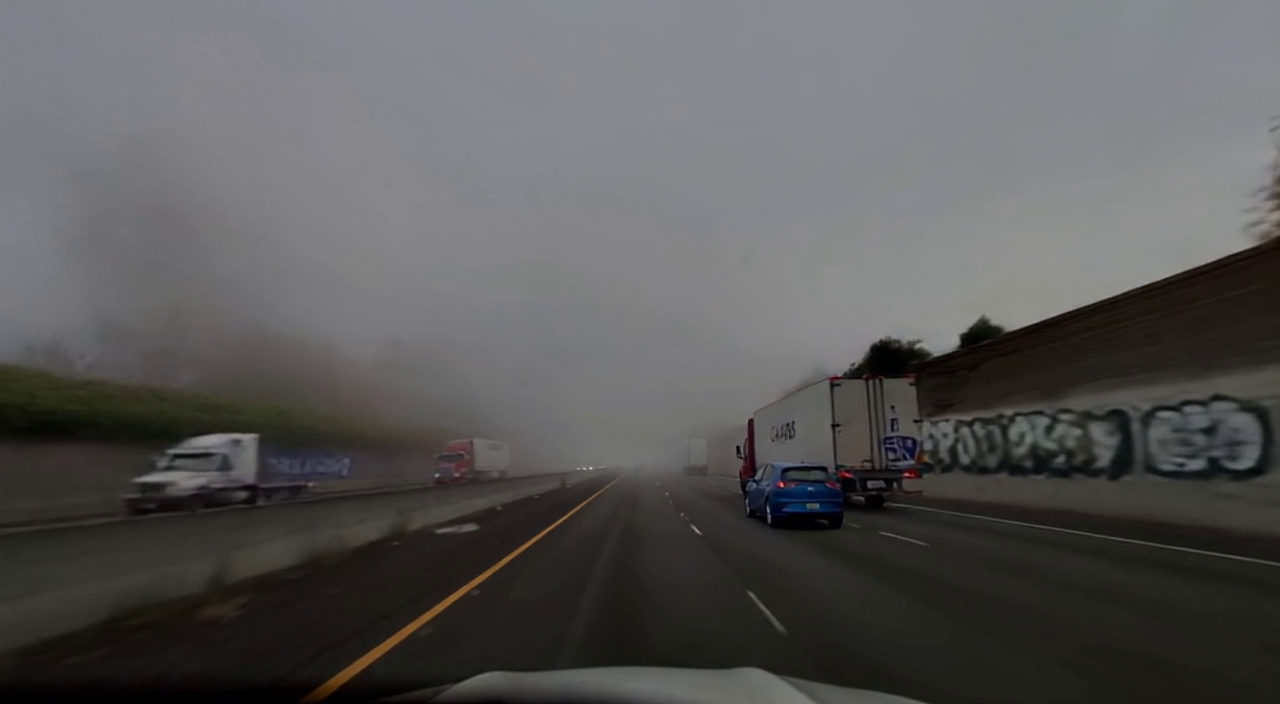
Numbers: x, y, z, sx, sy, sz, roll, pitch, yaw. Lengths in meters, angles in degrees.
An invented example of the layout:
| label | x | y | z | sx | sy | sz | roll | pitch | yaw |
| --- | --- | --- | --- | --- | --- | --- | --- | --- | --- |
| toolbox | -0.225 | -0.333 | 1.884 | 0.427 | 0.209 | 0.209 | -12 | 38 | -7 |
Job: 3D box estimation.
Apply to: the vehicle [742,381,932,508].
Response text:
| label | x | y | z | sx | sy | sz | roll | pitch | yaw |
| --- | --- | --- | --- | --- | --- | --- | --- | --- | --- |
| vehicle | 7.627 | 4.458 | 28.587 | 3.298 | 4.017 | 16.824 | 1 | -10 | 0 |

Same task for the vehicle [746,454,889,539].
| label | x | y | z | sx | sy | sz | roll | pitch | yaw |
| --- | --- | --- | --- | --- | --- | --- | --- | --- | --- |
| vehicle | 3.676 | 3.089 | 13.802 | 2.011 | 1.574 | 3.512 | 0 | -11 | -1 |

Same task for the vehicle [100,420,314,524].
| label | x | y | z | sx | sy | sz | roll | pitch | yaw |
| --- | --- | --- | --- | --- | --- | --- | --- | --- | --- |
| vehicle | -16.250 | 4.621 | 24.576 | 2.940 | 3.381 | 7.262 | 0 | -10 | 1 |
